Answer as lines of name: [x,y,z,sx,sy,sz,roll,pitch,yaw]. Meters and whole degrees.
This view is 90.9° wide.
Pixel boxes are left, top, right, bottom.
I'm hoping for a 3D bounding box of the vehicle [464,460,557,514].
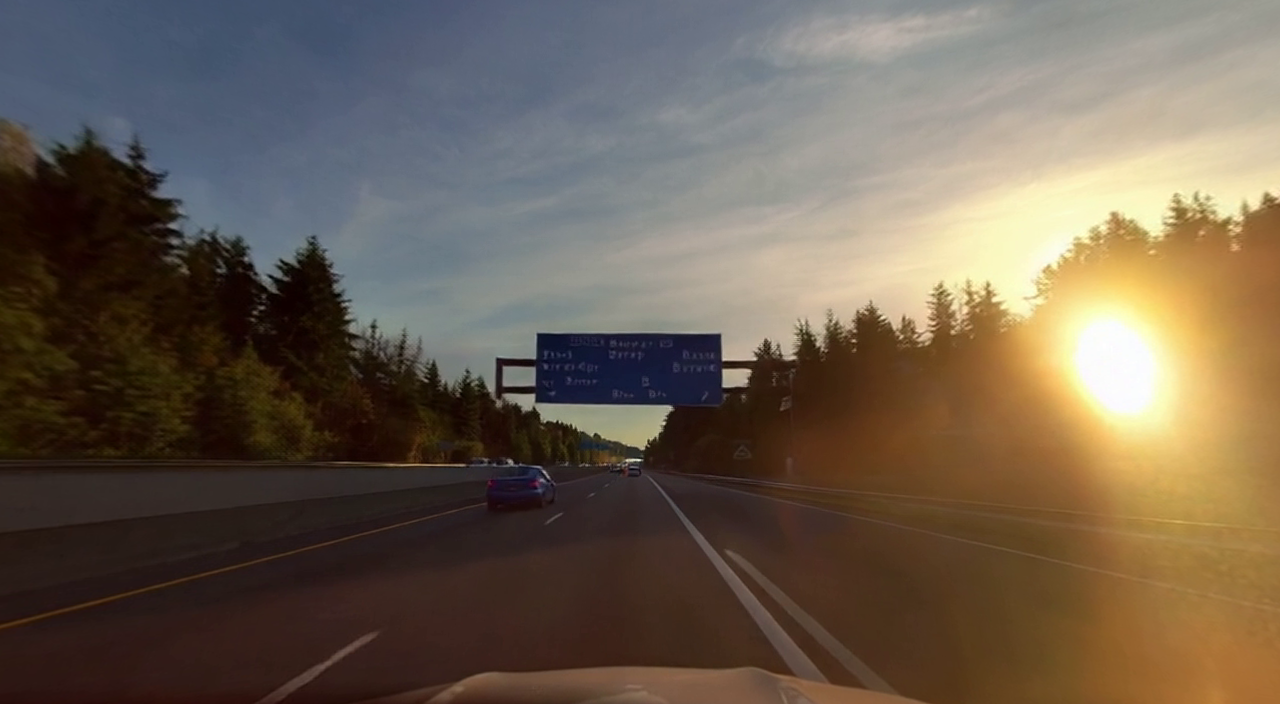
vehicle: [-3.925,4.198,19.867,2.006,1.469,4.050,1,-10,0]
